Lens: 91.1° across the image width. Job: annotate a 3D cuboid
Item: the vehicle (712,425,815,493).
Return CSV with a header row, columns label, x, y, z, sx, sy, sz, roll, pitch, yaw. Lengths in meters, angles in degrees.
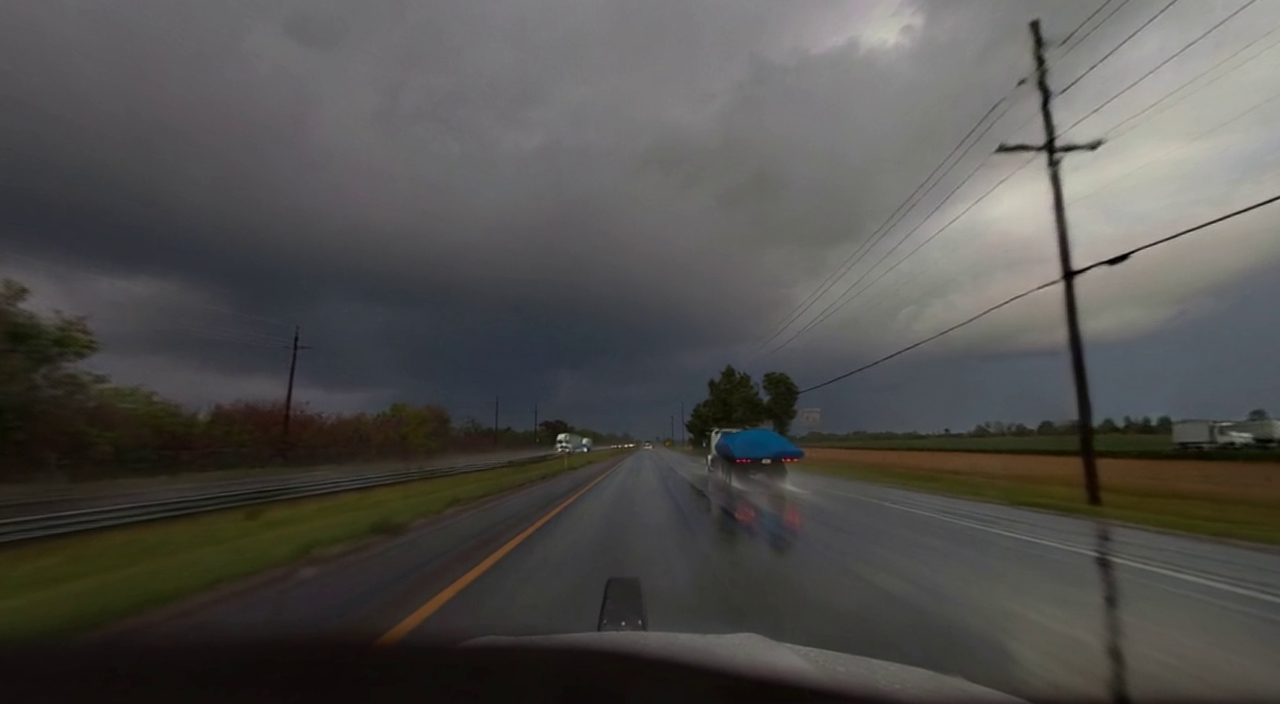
label,x,y,z,sx,sy,sz,roll,pitch,yaw
vehicle,3.762,3.393,20.289,2.228,1.852,5.449,0,-8,0
